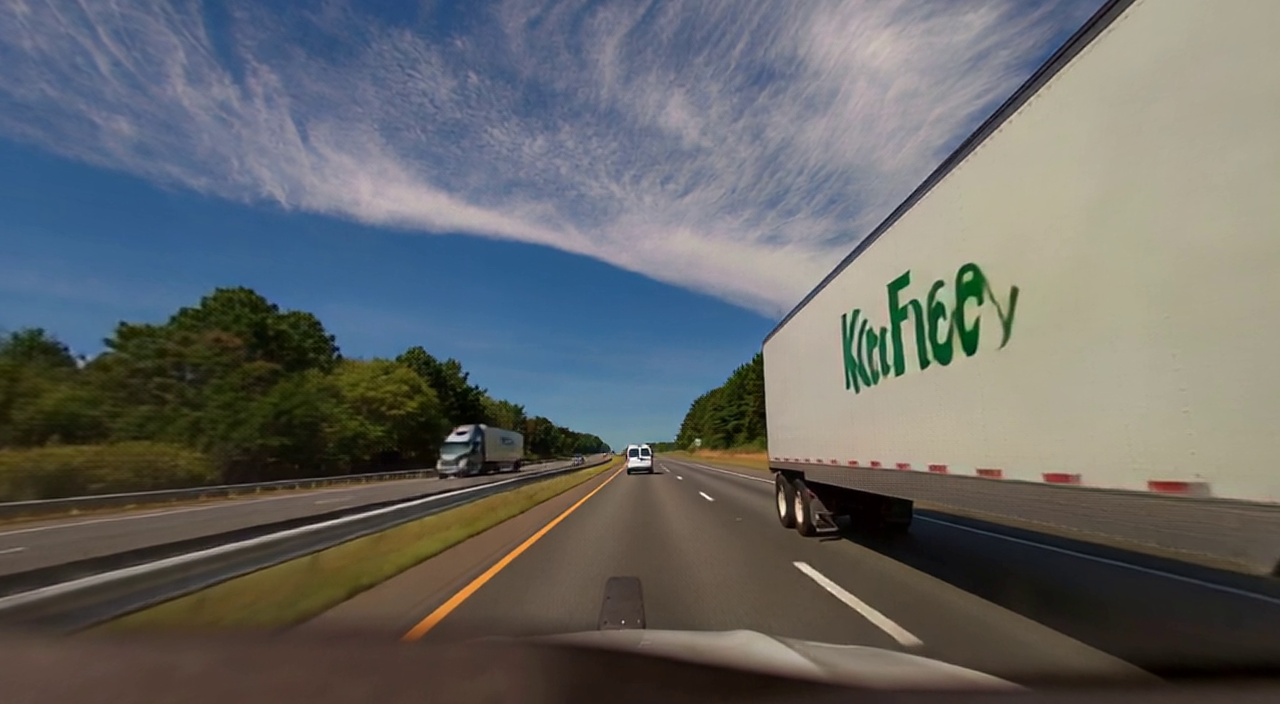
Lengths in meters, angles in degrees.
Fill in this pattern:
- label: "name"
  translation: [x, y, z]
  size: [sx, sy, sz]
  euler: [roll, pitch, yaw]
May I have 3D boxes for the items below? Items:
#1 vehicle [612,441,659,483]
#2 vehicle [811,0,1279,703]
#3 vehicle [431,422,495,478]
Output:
- label: "vehicle"
  translation: [-0.221, 5.270, 30.450]
  size: [2.105, 1.865, 4.102]
  euler: [0, -9, 0]
- label: "vehicle"
  translation: [4.326, -0.075, 3.723]
  size: [3.030, 3.985, 12.707]
  euler: [0, -9, 0]
- label: "vehicle"
  translation: [-13.333, 7.461, 47.996]
  size: [3.008, 3.963, 5.909]
  euler: [0, -9, 1]
